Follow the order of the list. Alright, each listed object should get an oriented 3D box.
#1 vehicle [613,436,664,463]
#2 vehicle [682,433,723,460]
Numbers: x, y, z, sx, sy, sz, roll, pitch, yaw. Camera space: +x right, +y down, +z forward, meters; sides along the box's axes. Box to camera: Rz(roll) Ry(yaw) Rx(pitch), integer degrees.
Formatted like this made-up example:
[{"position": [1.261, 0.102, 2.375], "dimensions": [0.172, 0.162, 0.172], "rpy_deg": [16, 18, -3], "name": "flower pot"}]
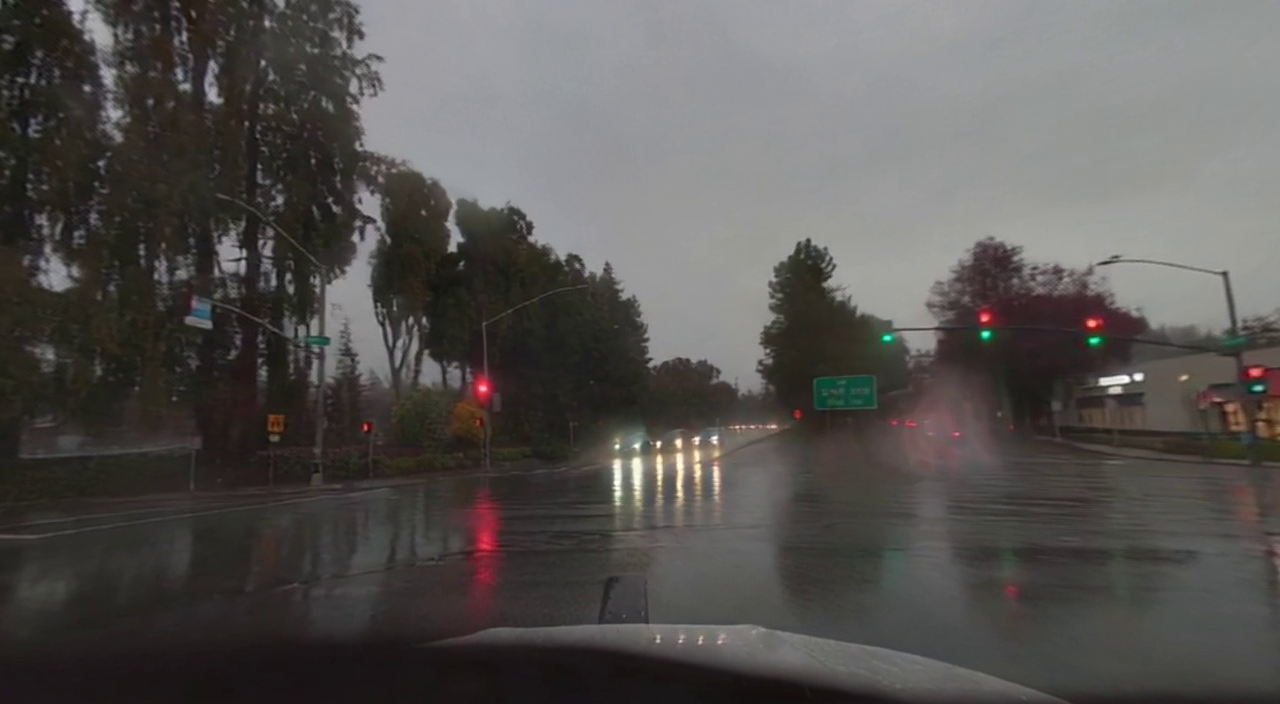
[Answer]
[{"position": [-0.019, 5.869, 38.197], "dimensions": [2.111, 1.499, 4.371], "rpy_deg": [-2, -8, 13], "name": "vehicle"}, {"position": [3.849, 5.709, 38.275], "dimensions": [1.920, 1.546, 4.086], "rpy_deg": [-2, -8, 14], "name": "vehicle"}]
